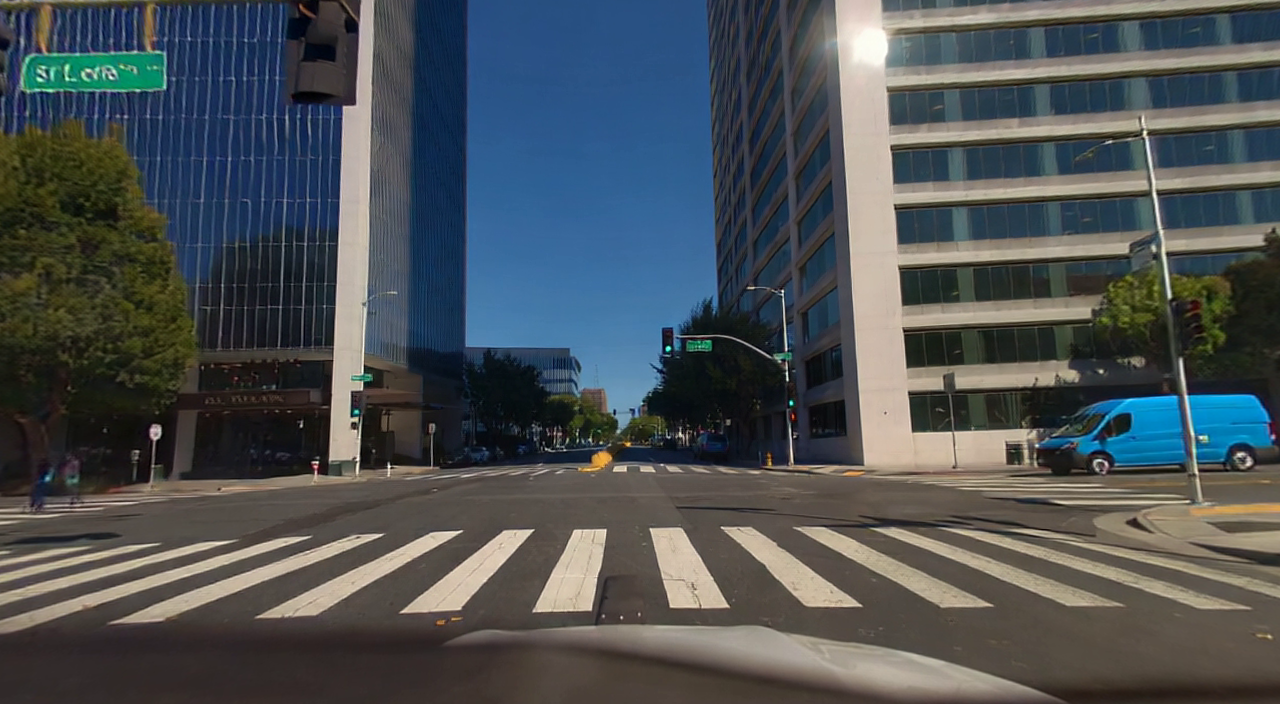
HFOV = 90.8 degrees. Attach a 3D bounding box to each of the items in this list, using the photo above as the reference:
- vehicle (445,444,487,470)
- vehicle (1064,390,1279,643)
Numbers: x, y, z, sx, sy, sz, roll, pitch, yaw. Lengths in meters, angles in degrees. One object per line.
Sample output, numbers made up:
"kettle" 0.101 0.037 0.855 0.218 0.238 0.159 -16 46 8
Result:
"vehicle" -12.448 7.509 45.380 1.935 1.639 4.244 -3 -8 -2
"vehicle" 5.648 1.138 4.251 2.070 1.804 4.881 0 -8 -1
